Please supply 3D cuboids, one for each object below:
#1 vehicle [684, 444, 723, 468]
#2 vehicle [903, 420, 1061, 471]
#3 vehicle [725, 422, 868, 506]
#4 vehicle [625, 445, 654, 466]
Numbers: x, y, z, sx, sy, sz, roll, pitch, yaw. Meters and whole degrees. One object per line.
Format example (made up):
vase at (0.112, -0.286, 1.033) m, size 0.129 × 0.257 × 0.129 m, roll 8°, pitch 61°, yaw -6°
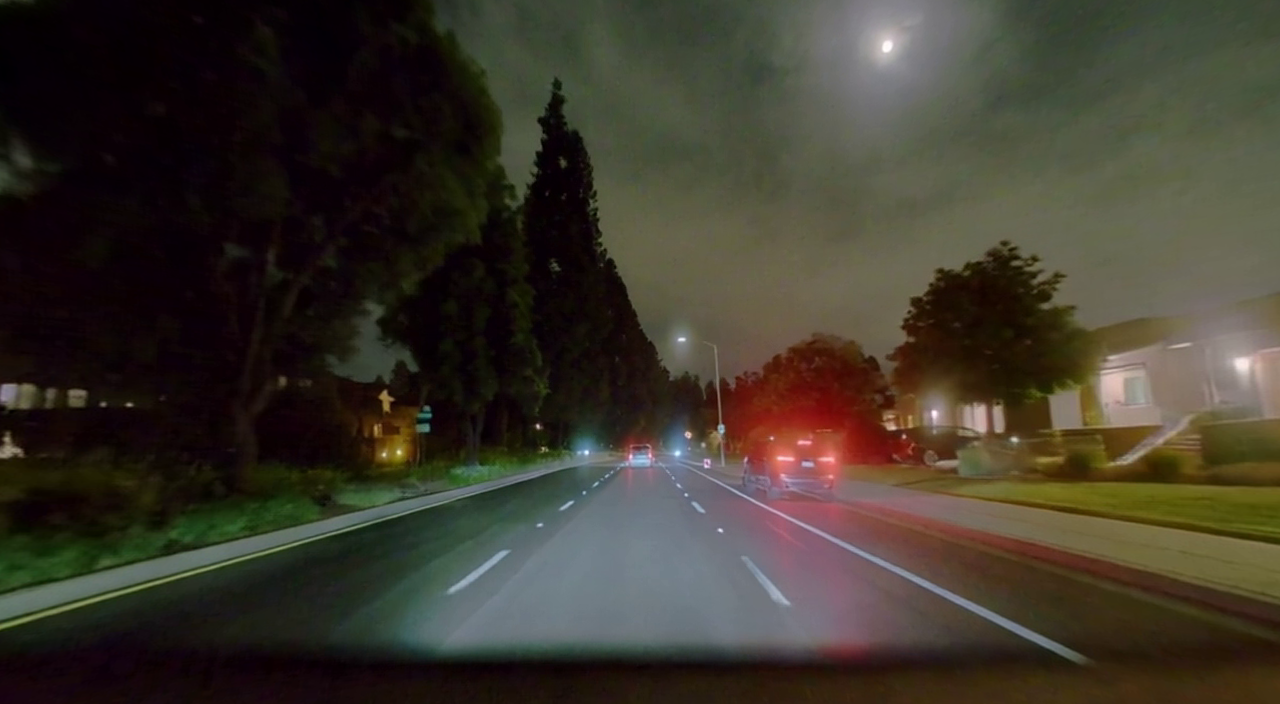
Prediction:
vehicle at (4.212, 7.023, 42.380) m, size 2.069 × 1.491 × 4.676 m, roll 1°, pitch -9°, yaw -1°
vehicle at (12.724, 3.491, 23.615) m, size 4.694 × 1.622 × 2.067 m, roll -2°, pitch -7°, yaw 1°
vehicle at (3.790, 2.853, 16.478) m, size 2.203 × 1.828 × 5.336 m, roll 0°, pitch -9°, yaw -2°
vehicle at (-0.034, 7.628, 46.391) m, size 2.054 × 1.456 × 4.003 m, roll 0°, pitch -8°, yaw 1°
